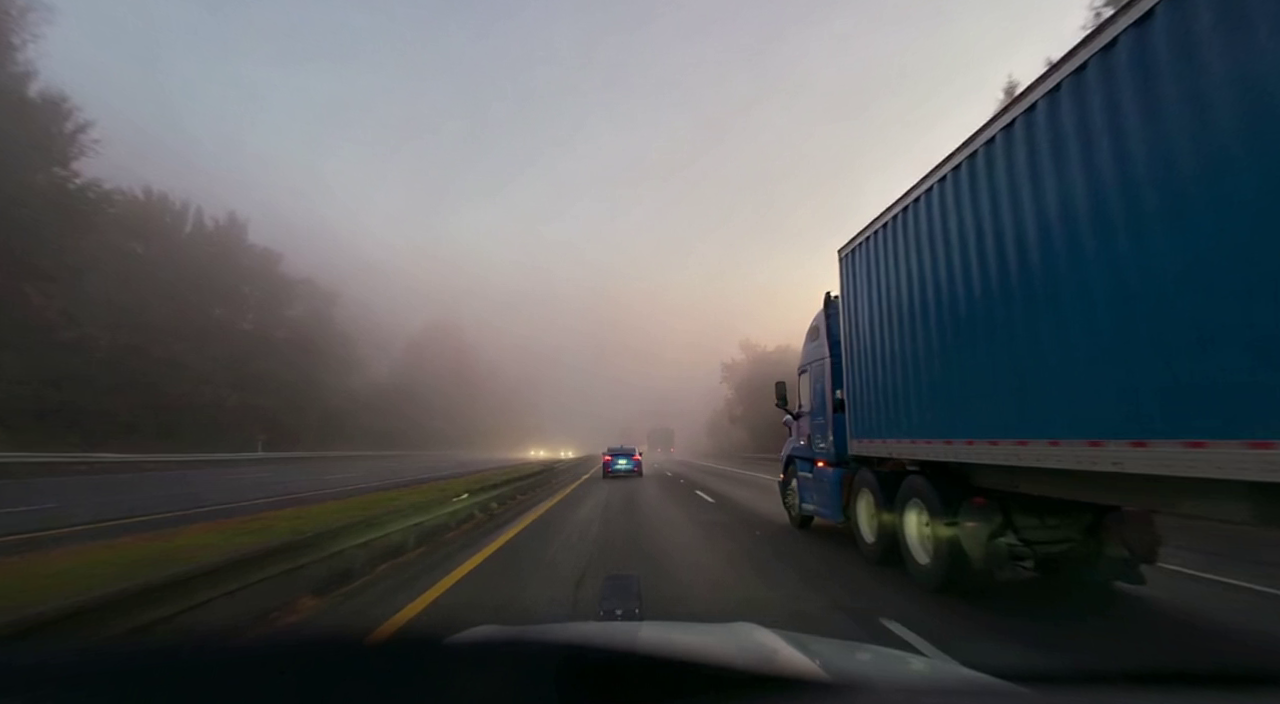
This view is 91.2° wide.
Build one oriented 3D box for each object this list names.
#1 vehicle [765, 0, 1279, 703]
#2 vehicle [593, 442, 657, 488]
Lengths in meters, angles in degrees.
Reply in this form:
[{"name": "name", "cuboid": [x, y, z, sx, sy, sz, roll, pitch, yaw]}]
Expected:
[{"name": "vehicle", "cuboid": [3.766, -0.234, 3.541, 2.907, 4.022, 15.028, 0, -9, 0]}, {"name": "vehicle", "cuboid": [-0.523, 4.074, 22.875, 2.099, 1.506, 4.097, 0, -9, -1]}]
